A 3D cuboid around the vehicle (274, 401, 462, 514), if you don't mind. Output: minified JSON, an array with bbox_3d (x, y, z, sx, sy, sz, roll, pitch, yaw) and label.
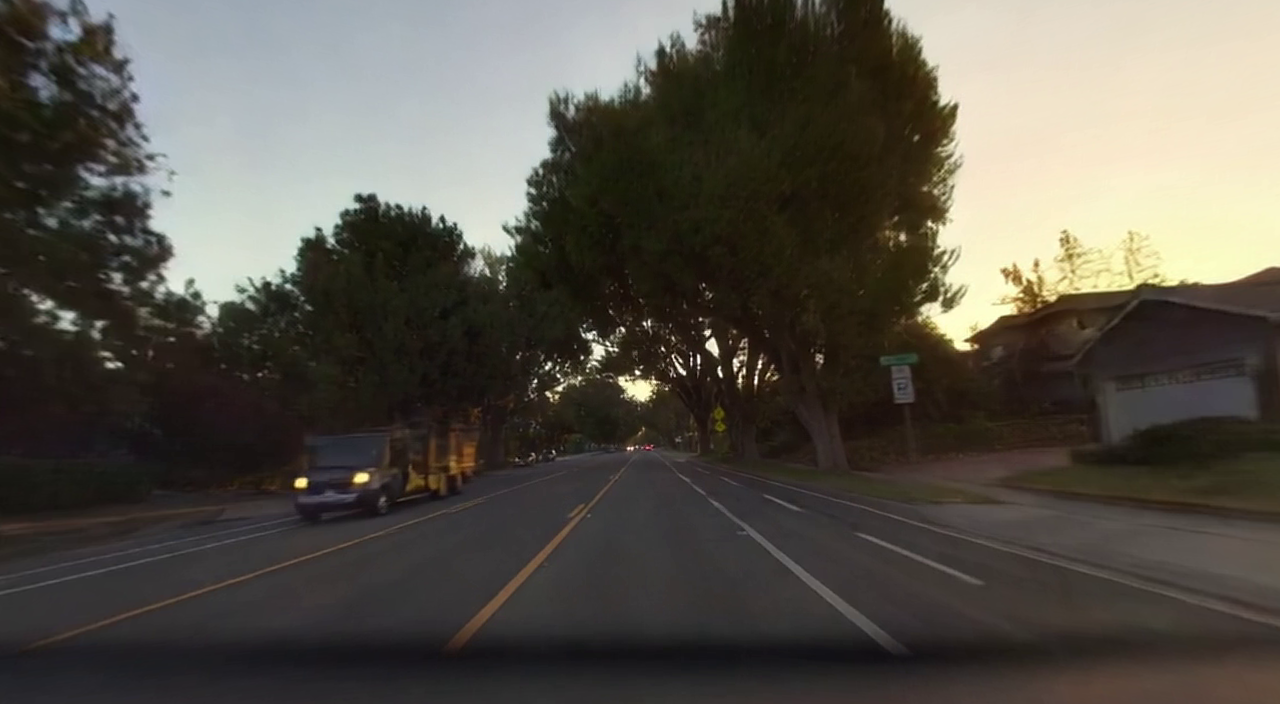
[{"bbox_3d":[-8.856,3.592,22.021,2.757,3.141,8.316,0,-9,1],"label":"vehicle"}]
